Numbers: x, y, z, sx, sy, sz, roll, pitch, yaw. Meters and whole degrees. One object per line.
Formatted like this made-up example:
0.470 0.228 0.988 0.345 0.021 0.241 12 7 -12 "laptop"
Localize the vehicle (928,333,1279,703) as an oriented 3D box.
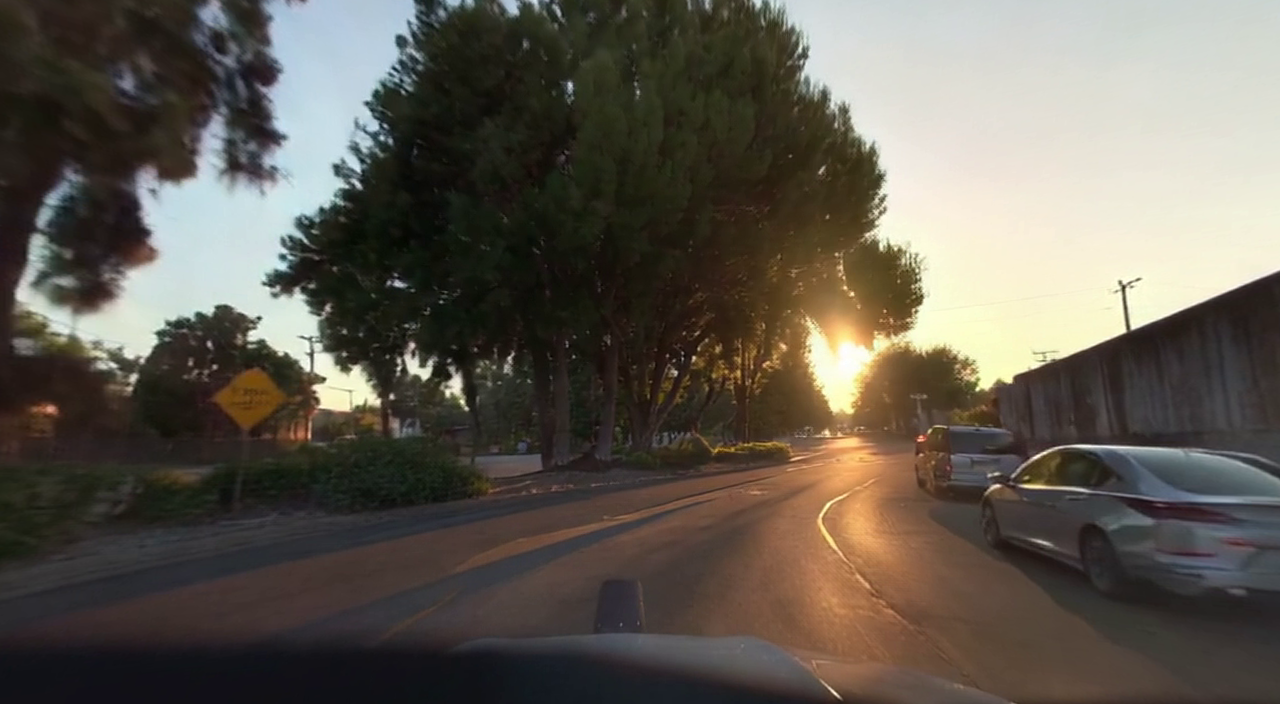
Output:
4.288 1.147 5.311 2.168 1.846 4.794 -1 -8 10 "vehicle"
